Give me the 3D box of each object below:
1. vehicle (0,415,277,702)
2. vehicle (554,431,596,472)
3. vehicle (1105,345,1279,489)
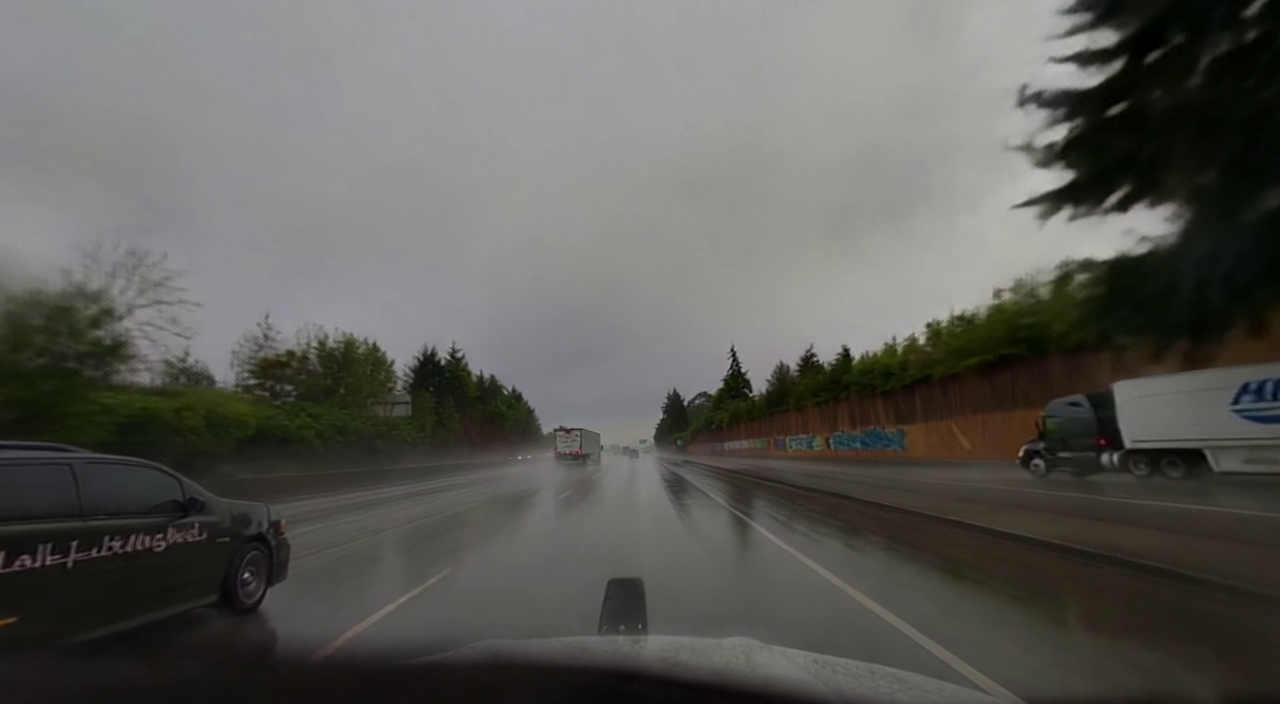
[{"bbox_3d":[-4.348,1.107,3.450,2.024,1.476,4.466,-1,-9,1],"label":"vehicle"},{"bbox_3d":[-4.255,6.645,42.232,2.305,2.517,5.486,0,-9,0],"label":"vehicle"},{"bbox_3d":[20.007,1.699,17.151,2.782,4.082,12.925,1,-9,-12],"label":"vehicle"}]
